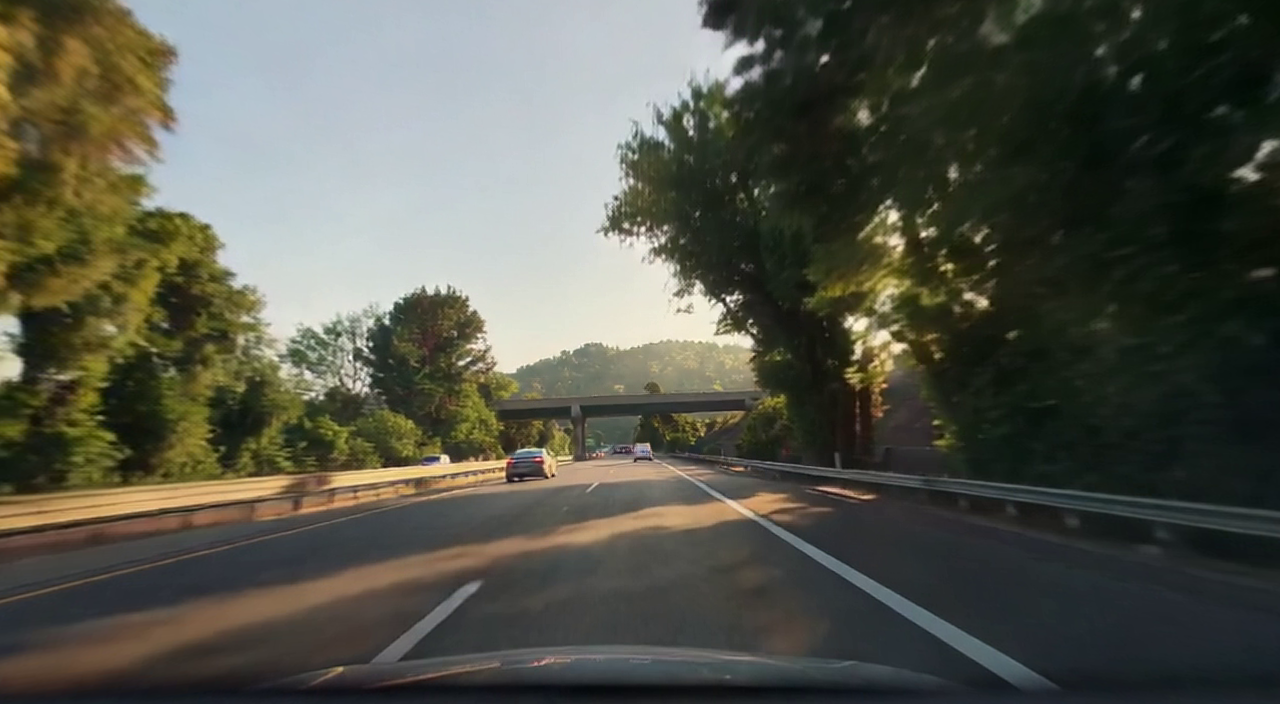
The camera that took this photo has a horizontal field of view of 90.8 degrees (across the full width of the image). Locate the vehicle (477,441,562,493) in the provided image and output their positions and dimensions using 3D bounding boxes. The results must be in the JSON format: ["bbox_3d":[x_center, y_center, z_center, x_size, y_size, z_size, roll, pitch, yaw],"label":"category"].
[{"bbox_3d":[-4.098,3.990,22.237,2.076,1.637,4.526,0,-9,0],"label":"vehicle"}]
